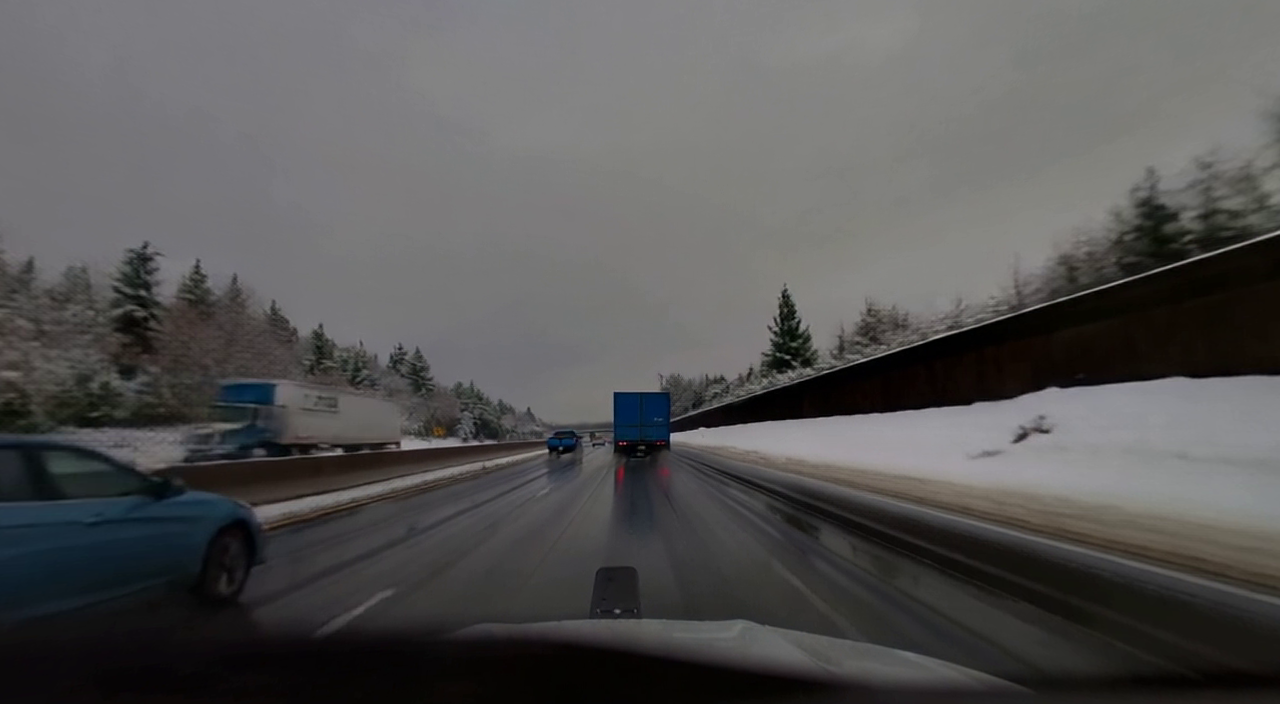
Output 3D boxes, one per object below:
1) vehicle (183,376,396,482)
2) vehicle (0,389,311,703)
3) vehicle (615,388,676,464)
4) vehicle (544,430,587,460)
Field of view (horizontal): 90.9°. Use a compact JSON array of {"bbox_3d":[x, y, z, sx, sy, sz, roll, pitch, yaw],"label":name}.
[{"bbox_3d":[-18.015,4.275,34.866,3.046,4.510,15.847,0,-7,-1],"label":"vehicle"},{"bbox_3d":[-4.084,1.033,3.666,1.948,1.526,4.525,0,-8,-1],"label":"vehicle"},{"bbox_3d":[0.177,4.185,35.168,2.927,3.649,9.443,0,-8,-1],"label":"vehicle"},{"bbox_3d":[-4.326,5.488,37.288,2.058,1.645,4.130,0,-8,0],"label":"vehicle"}]
